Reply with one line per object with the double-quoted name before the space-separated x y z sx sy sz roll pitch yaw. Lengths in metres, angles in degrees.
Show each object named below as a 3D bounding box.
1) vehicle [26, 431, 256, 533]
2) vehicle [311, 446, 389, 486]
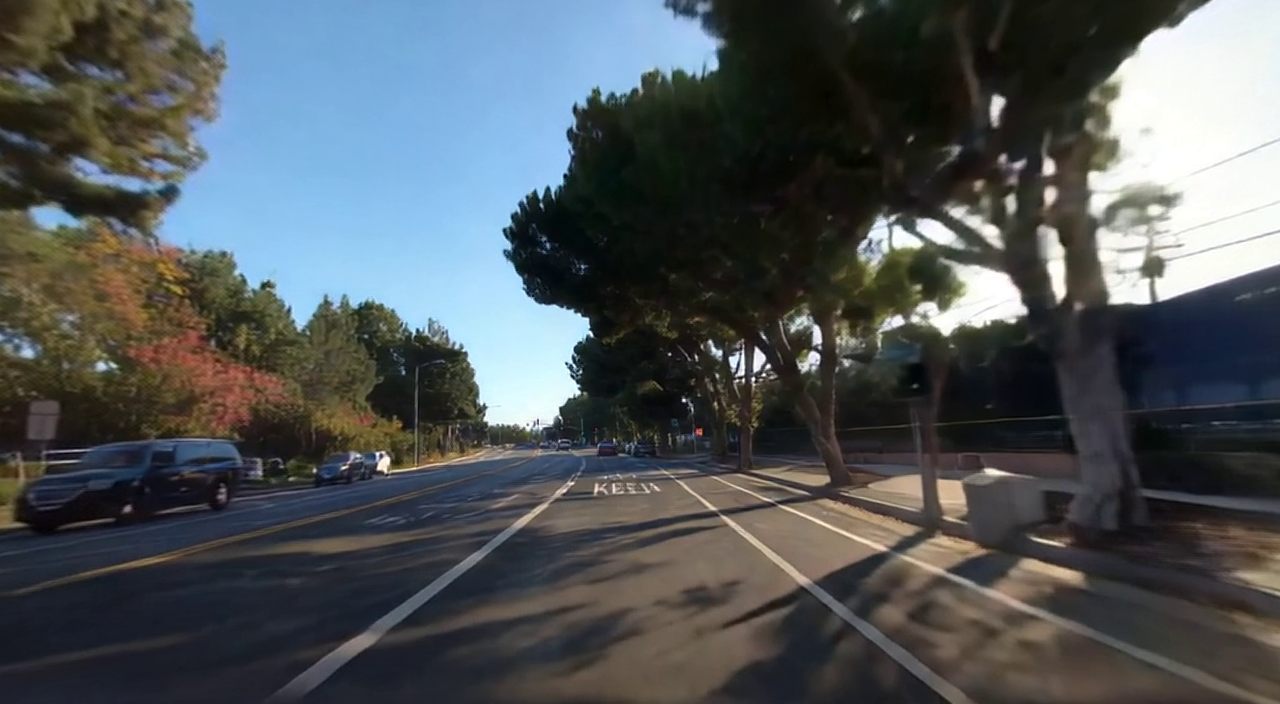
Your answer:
"vehicle" -13.111 3.346 17.261 2.314 2.144 5.403 -3 -7 -6
"vehicle" -14.181 5.611 31.203 2.090 1.680 4.434 -2 -9 -4
